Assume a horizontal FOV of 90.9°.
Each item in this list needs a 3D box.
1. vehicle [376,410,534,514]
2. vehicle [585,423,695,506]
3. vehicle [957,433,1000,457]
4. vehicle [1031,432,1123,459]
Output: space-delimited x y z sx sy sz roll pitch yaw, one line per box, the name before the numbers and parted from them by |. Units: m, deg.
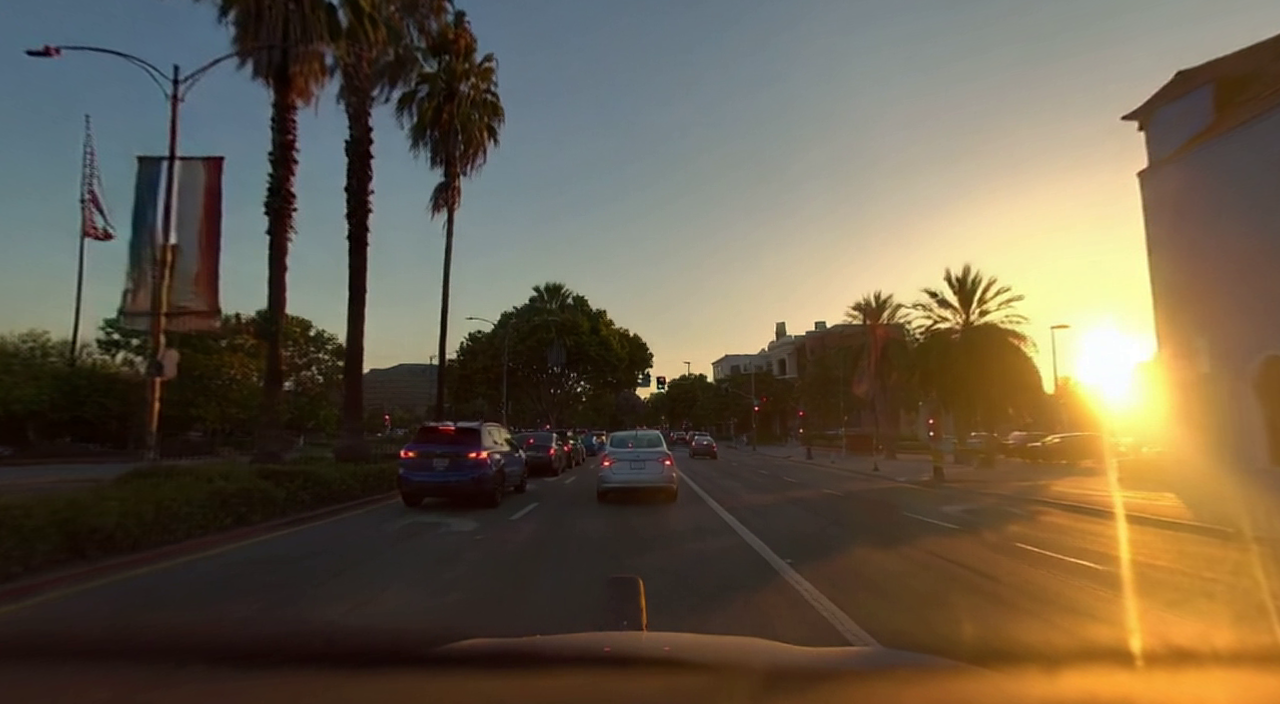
vehicle | -3.486 2.172 12.852 1.914 1.741 4.398 0 -8 -1
vehicle | -0.015 2.483 14.318 2.114 1.585 4.285 0 -8 -1
vehicle | 25.853 7.127 48.280 1.882 1.672 3.957 -2 -9 14
vehicle | 25.418 5.454 36.732 3.914 1.427 1.779 -2 -8 5
